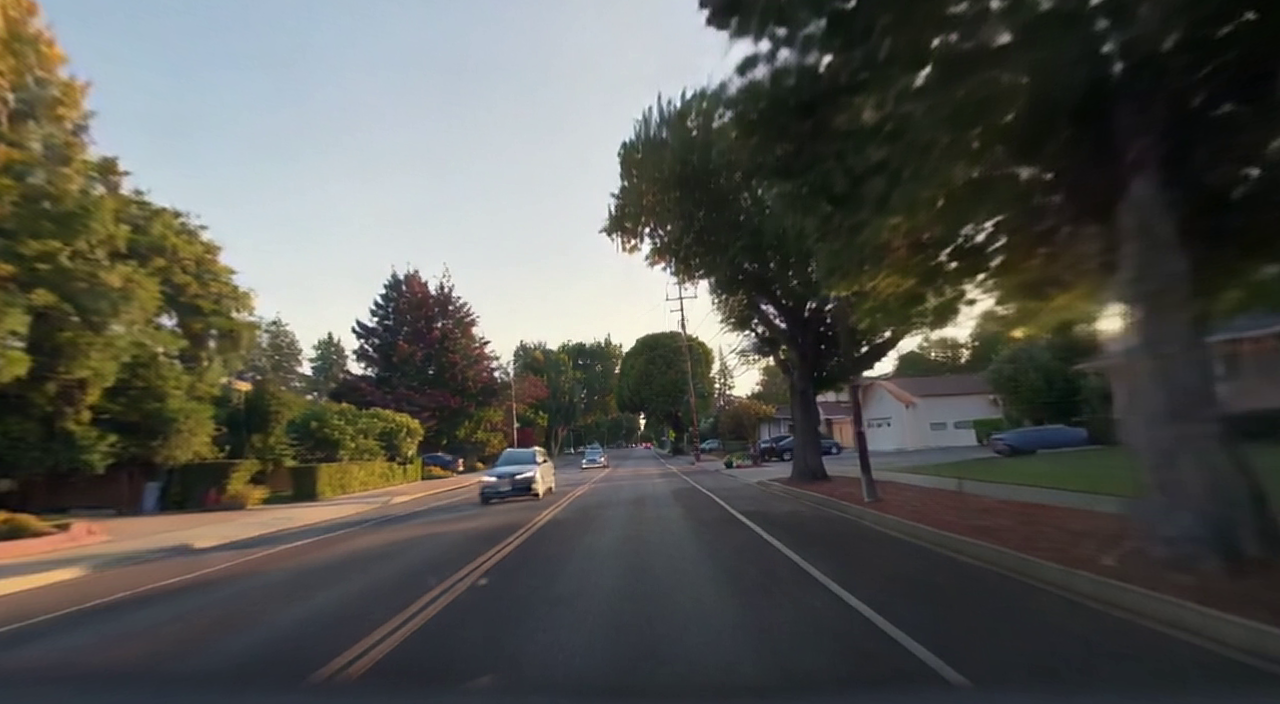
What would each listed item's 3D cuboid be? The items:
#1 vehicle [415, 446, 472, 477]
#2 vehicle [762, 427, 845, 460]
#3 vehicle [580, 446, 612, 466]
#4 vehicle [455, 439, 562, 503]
[{"bbox_3d":[-13.153,7.313,42.531,2.053,1.906,4.889,0,-8,3],"label":"vehicle"},{"bbox_3d":[10.331,5.821,40.088,4.626,1.731,2.007,-3,-8,-2],"label":"vehicle"},{"bbox_3d":[-3.117,7.524,45.787,1.968,1.394,3.890,-1,-8,1],"label":"vehicle"},{"bbox_3d":[-3.631,3.351,18.232,2.102,1.524,4.387,-2,-8,1],"label":"vehicle"}]
